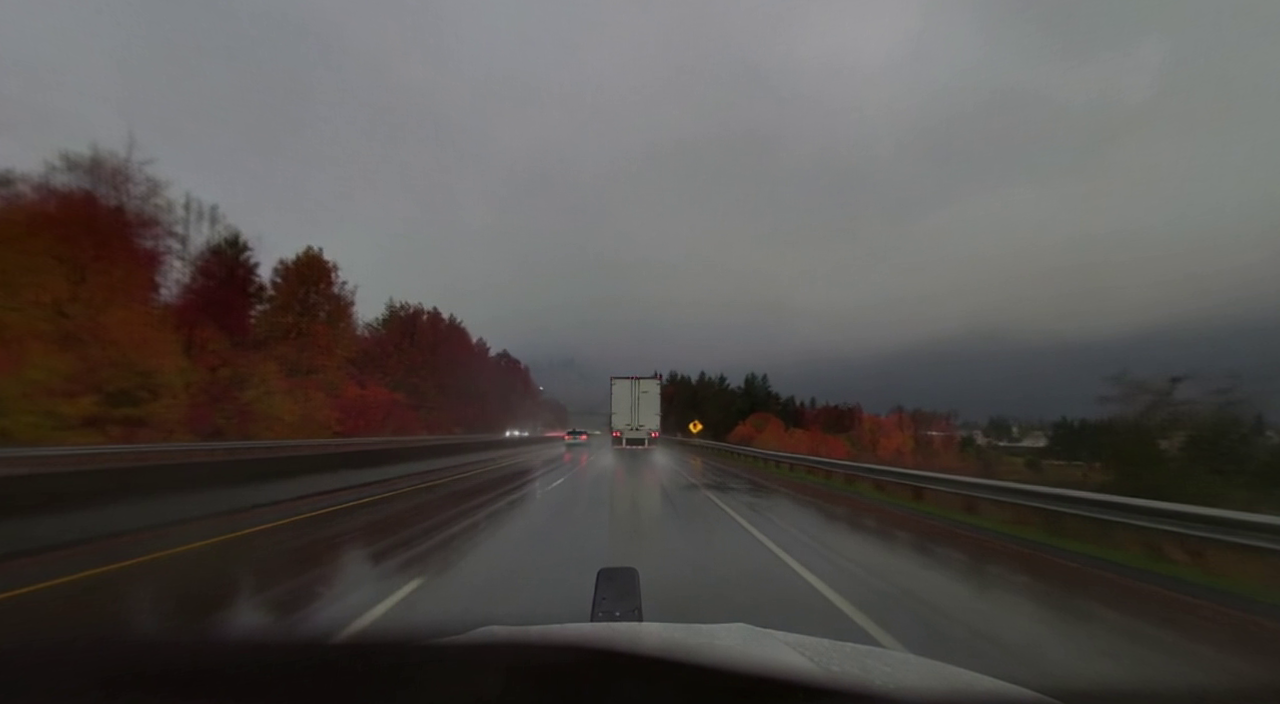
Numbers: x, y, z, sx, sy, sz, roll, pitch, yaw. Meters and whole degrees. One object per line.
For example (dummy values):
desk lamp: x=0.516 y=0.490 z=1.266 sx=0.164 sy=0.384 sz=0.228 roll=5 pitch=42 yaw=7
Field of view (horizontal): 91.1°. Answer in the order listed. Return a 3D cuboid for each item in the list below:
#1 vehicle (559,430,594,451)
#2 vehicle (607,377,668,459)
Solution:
vehicle: x=-4.802 y=6.785 z=48.173 sx=2.217 sy=1.495 sz=4.245 roll=0 pitch=-8 yaw=0
vehicle: x=-0.294 y=4.020 z=36.777 sx=3.013 sy=4.016 sz=11.496 roll=0 pitch=-8 yaw=-2
